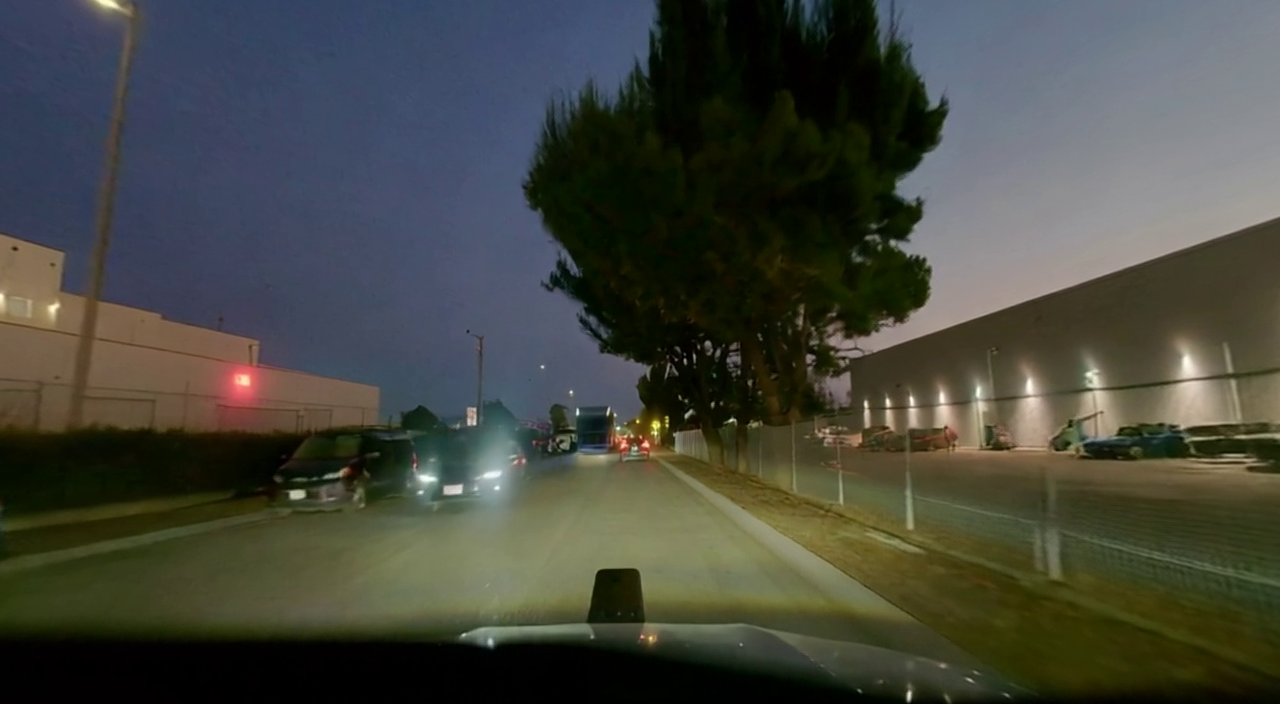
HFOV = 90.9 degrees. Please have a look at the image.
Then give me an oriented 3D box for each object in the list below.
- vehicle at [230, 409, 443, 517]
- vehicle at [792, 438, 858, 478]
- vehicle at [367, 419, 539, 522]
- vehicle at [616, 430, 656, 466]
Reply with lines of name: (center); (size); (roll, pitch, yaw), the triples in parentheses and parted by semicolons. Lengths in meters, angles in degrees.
vehicle: (-6.420, 2.473, 14.296); (2.139, 1.943, 5.295); (-1, -9, 1)
vehicle: (8.248, 4.713, 28.432); (1.874, 1.669, 4.083); (0, -8, 2)
vehicle: (-3.472, 2.270, 12.747); (2.157, 1.703, 4.310); (0, -8, 0)
vehicle: (-0.240, 5.401, 35.638); (2.152, 1.874, 4.042); (0, -8, -1)
